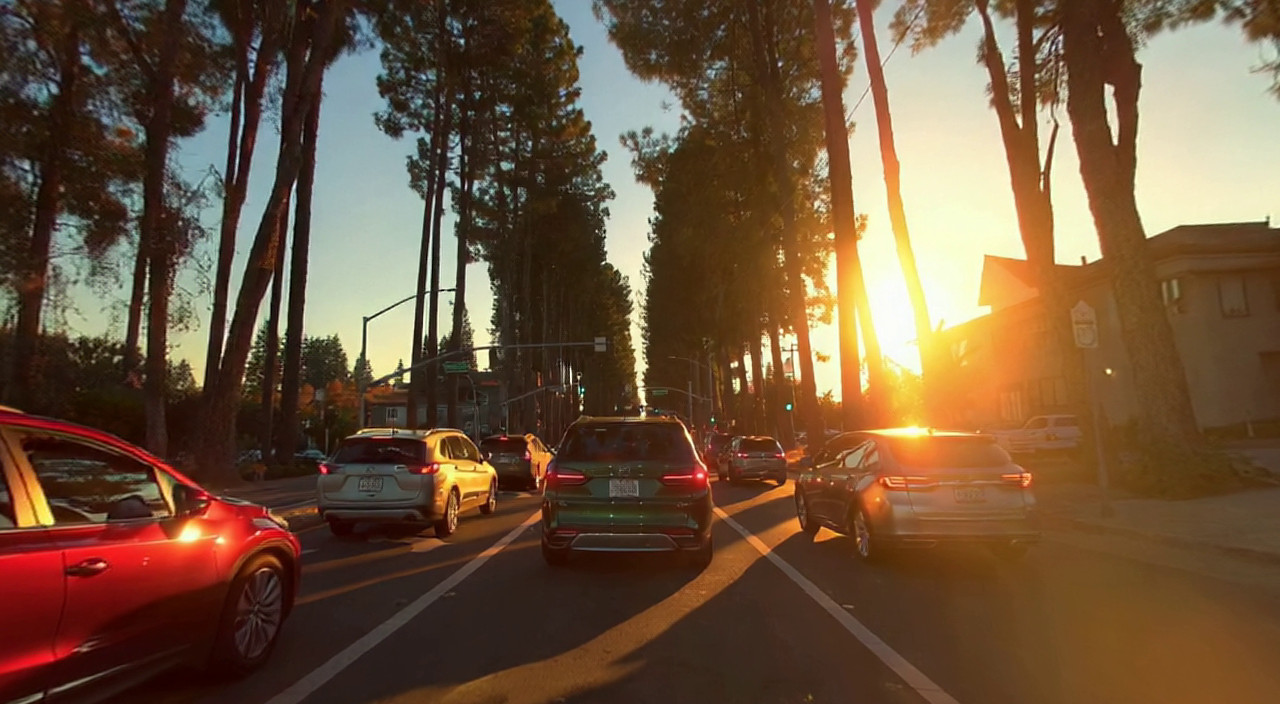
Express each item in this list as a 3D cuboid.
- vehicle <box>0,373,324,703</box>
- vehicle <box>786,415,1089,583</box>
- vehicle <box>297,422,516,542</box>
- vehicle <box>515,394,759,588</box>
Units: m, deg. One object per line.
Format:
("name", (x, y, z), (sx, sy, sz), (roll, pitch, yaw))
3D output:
("vehicle", (-3.784, 0.997, 3.307), (1.929, 1.641, 4.193), (0, -8, 2))
("vehicle", (3.263, 1.664, 7.871), (1.922, 1.579, 3.642), (0, -8, -1))
("vehicle", (-3.655, 2.115, 10.921), (2.042, 1.641, 4.314), (0, -8, 1))
("vehicle", (-0.013, 1.551, 7.774), (2.193, 1.744, 4.033), (0, -8, 0))
